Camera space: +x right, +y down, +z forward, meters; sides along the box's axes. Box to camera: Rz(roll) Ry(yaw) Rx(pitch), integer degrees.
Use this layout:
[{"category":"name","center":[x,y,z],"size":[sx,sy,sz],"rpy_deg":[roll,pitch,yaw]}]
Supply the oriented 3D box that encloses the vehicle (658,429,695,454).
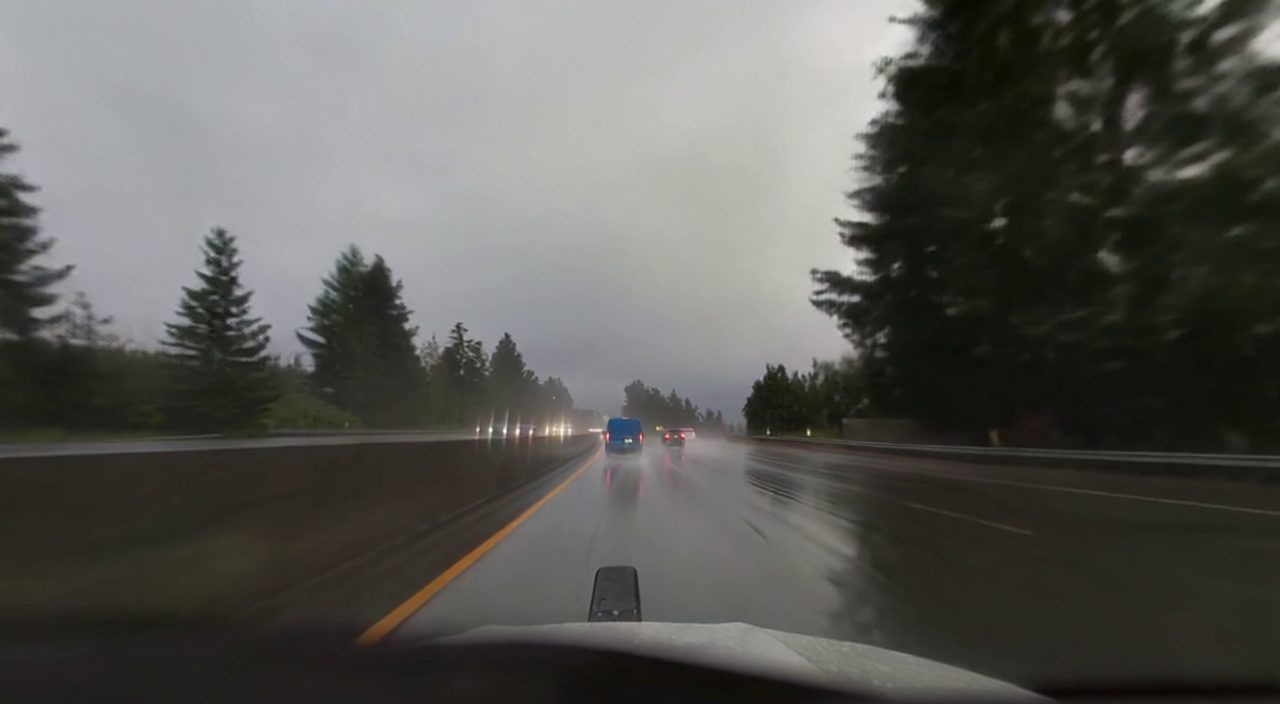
[{"category":"vehicle","center":[2.397,6.032,42.399],"size":[1.996,1.589,3.715],"rpy_deg":[0,-8,-4]}]

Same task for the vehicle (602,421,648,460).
[{"category":"vehicle","center":[-0.862,4.888,35.036],"size":[2.403,1.994,4.683],"rpy_deg":[0,-8,-2]}]
